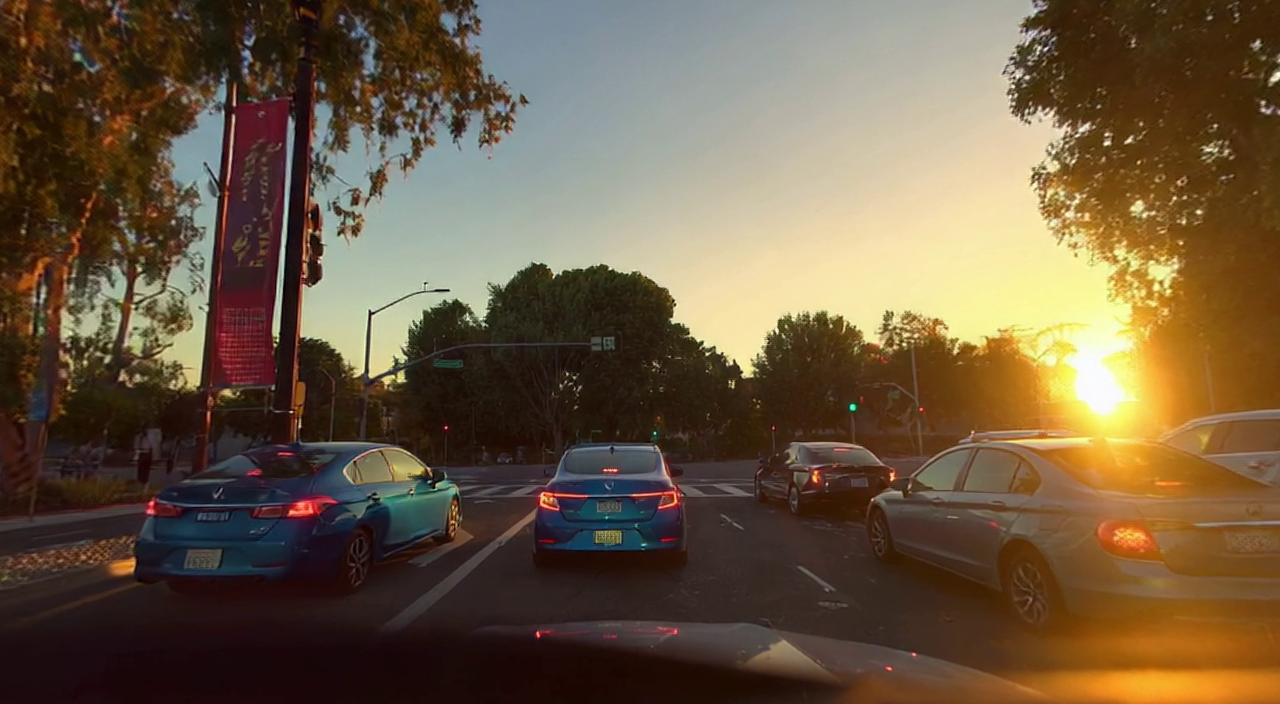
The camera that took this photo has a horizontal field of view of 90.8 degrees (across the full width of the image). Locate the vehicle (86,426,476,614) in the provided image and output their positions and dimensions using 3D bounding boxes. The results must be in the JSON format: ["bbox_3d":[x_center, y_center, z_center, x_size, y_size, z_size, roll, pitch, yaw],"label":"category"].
[{"bbox_3d":[-3.371,1.635,7.098,1.929,1.457,4.136,0,-9,0],"label":"vehicle"}]

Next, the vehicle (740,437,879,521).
[{"bbox_3d":[3.397,2.611,13.488,1.852,1.498,3.825,0,-9,-1],"label":"vehicle"}]

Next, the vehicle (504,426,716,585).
[{"bbox_3d":[-0.306,1.725,7.842,1.994,1.479,3.647,0,-9,-1],"label":"vehicle"}]

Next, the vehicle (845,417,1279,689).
[{"bbox_3d":[3.600,1.440,5.764,1.953,1.471,4.470,0,-9,0],"label":"vehicle"}]
